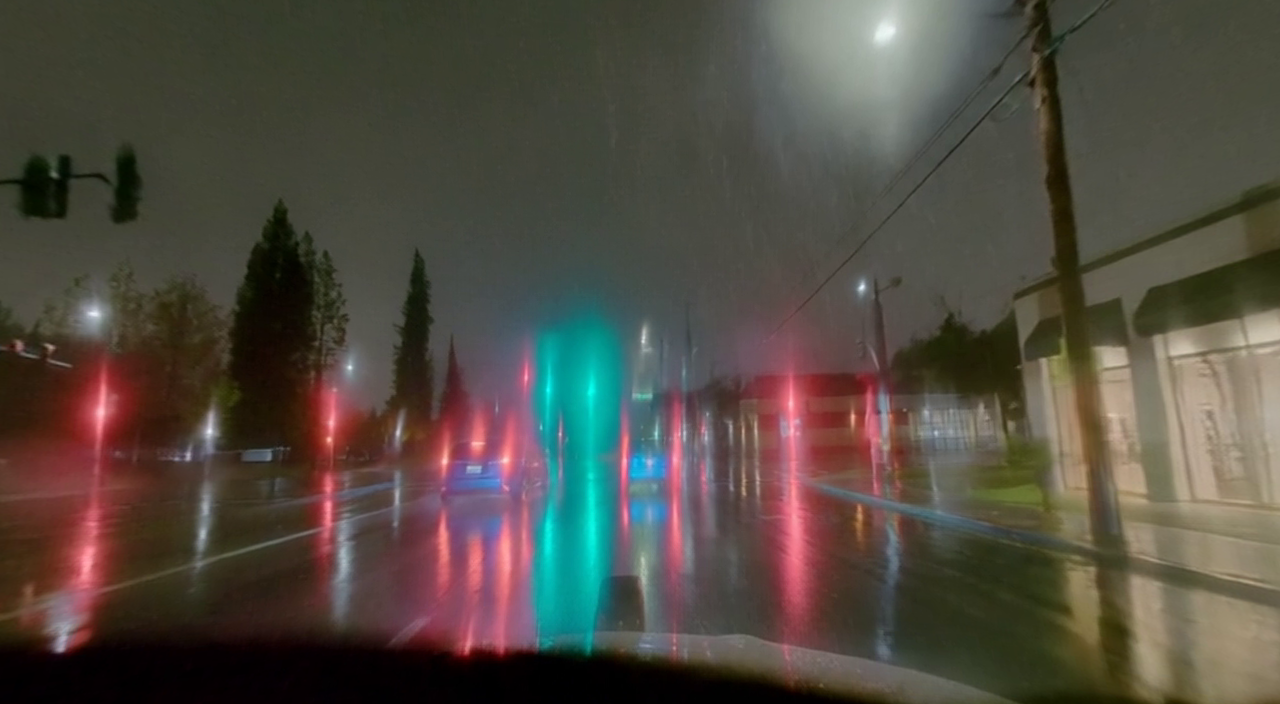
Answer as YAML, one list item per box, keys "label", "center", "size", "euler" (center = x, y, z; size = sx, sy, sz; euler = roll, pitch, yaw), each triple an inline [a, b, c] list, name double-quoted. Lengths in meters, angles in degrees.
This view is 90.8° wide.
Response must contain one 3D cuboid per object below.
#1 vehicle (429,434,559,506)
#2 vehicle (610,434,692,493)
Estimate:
- label: "vehicle"
  center: [-3.286, 2.749, 15.185]
  size: [2.032, 1.467, 4.411]
  euler: [0, -8, 1]
- label: "vehicle"
  center: [0.268, 3.122, 18.008]
  size: [2.059, 1.456, 4.047]
  euler: [0, -8, 0]
